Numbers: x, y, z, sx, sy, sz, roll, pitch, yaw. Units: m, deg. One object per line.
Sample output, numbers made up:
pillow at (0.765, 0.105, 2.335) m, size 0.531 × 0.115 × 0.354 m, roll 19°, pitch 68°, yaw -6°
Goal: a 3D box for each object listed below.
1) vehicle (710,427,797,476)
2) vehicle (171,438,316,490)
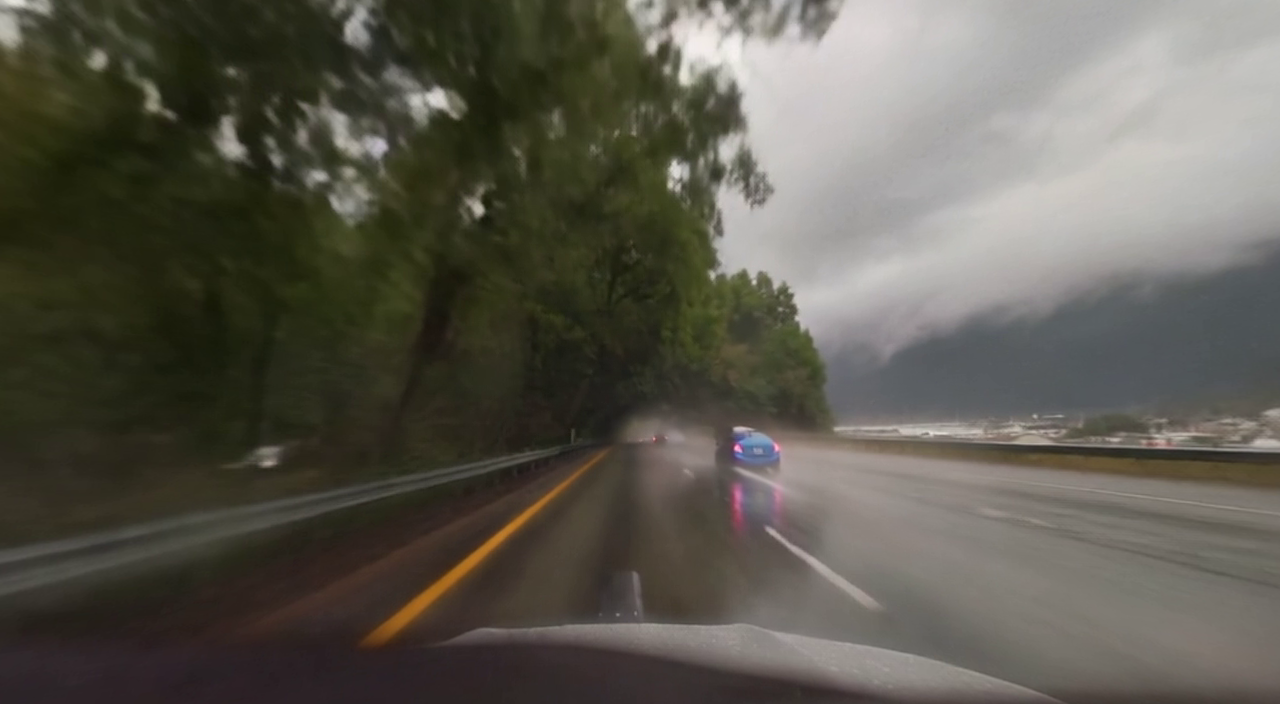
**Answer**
vehicle at (3.761, 3.386, 21.767) m, size 2.017 × 1.502 × 4.369 m, roll 0°, pitch -8°, yaw -2°
vehicle at (-13.843, 3.895, 22.457) m, size 2.019 × 1.603 × 4.890 m, roll 0°, pitch -8°, yaw -1°
